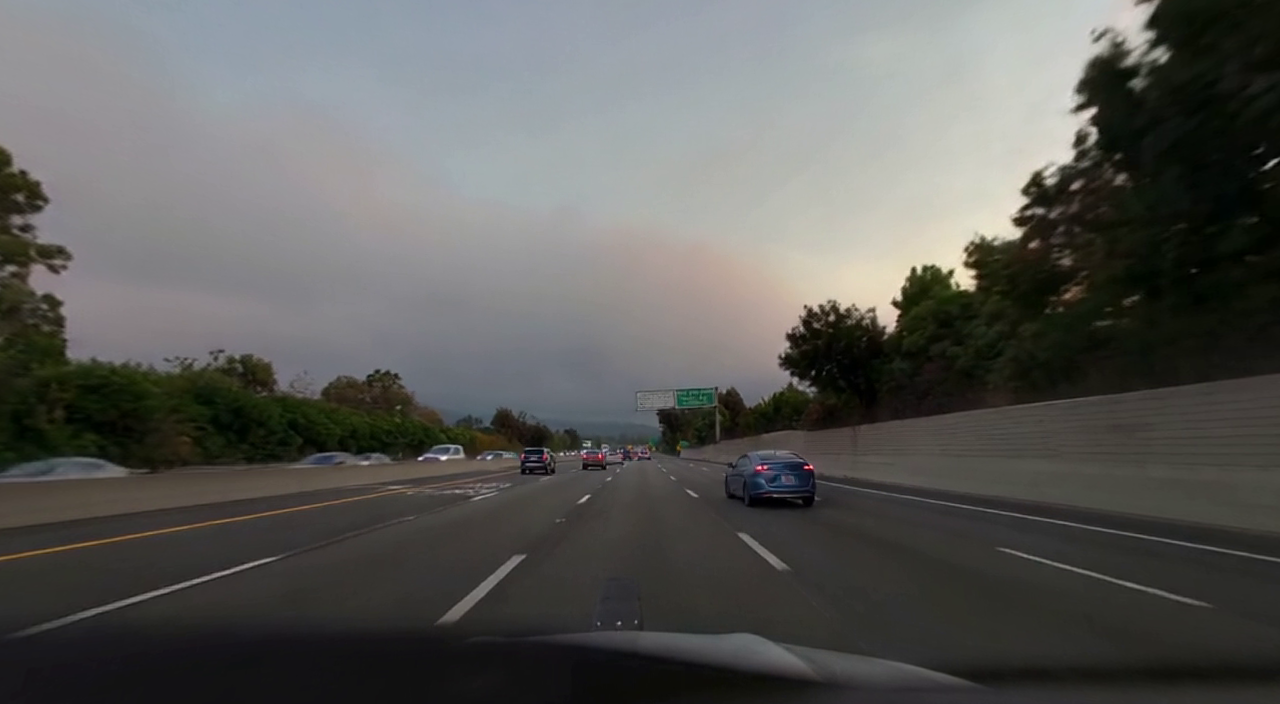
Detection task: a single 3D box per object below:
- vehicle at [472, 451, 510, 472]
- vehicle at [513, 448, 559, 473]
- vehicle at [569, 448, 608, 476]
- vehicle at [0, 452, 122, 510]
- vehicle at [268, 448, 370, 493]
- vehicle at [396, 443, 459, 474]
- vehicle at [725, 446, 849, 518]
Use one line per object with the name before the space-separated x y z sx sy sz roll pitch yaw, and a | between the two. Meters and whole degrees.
vehicle | -11.253 8.249 47.637 1.868 1.435 3.659 1 -9 2
vehicle | -6.710 7.046 41.153 2.107 1.541 4.713 1 -9 1
vehicle | -3.111 6.791 39.099 2.030 1.563 4.389 1 -9 0
vehicle | -18.090 3.700 18.420 1.881 1.508 4.584 0 -9 1
vehicle | -11.745 4.327 23.309 1.767 1.457 3.697 1 -9 0
vehicle | -14.692 7.371 43.922 2.313 1.980 5.831 1 -9 1
vehicle | 3.384 3.060 15.388 1.979 1.486 4.125 1 -9 -1
